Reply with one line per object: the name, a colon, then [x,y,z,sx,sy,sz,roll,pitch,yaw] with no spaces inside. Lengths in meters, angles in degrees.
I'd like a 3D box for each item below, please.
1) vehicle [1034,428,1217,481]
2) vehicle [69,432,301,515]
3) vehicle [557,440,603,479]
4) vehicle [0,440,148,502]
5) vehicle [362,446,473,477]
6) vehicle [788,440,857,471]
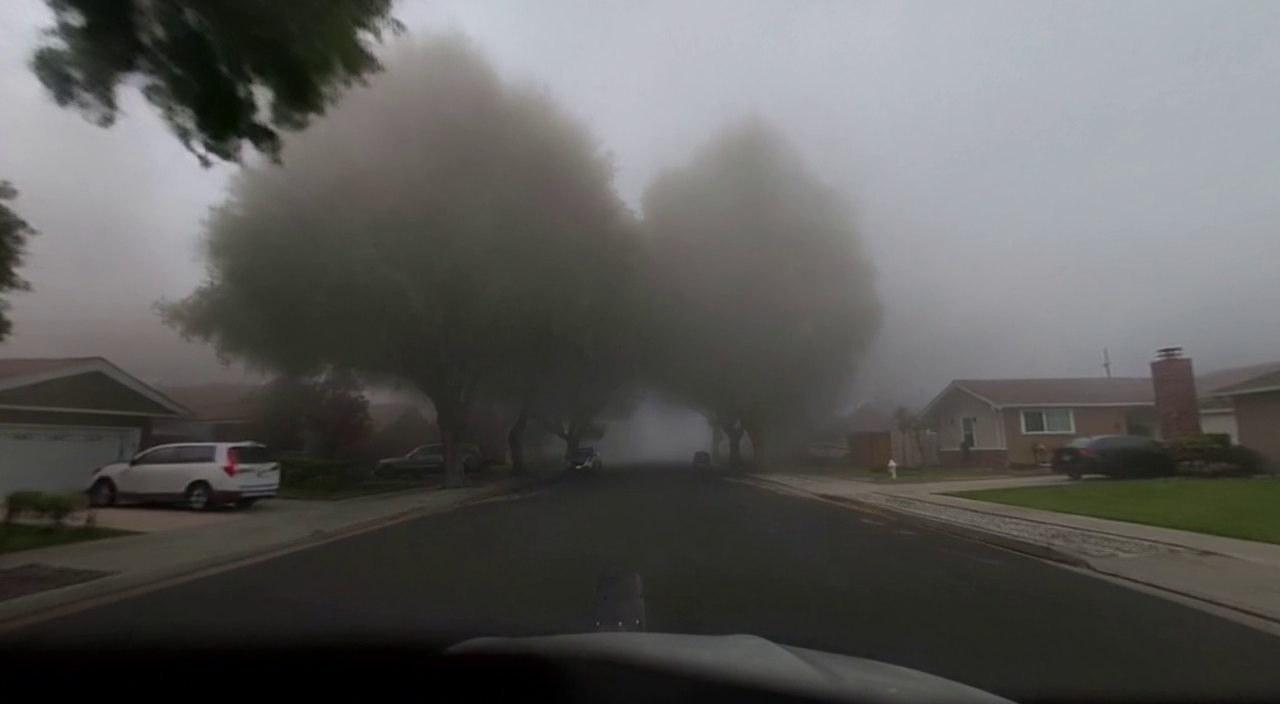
vehicle: [15.190,3.194,19.782,4.553,1.526,2.000,2,-9,-14]
vehicle: [-11.138,2.990,15.606,4.373,1.747,2.029,-4,-9,8]
vehicle: [-4.133,7.471,44.210,2.482,2.054,5.323,1,-3,3]
vehicle: [-15.961,3.186,17.249,4.473,1.493,1.884,-4,-9,24]
vehicle: [-11.445,5.657,32.632,4.977,1.558,2.079,0,-9,2]
vehicle: [11.045,6.281,38.302,3.647,1.784,1.650,-1,-9,3]
